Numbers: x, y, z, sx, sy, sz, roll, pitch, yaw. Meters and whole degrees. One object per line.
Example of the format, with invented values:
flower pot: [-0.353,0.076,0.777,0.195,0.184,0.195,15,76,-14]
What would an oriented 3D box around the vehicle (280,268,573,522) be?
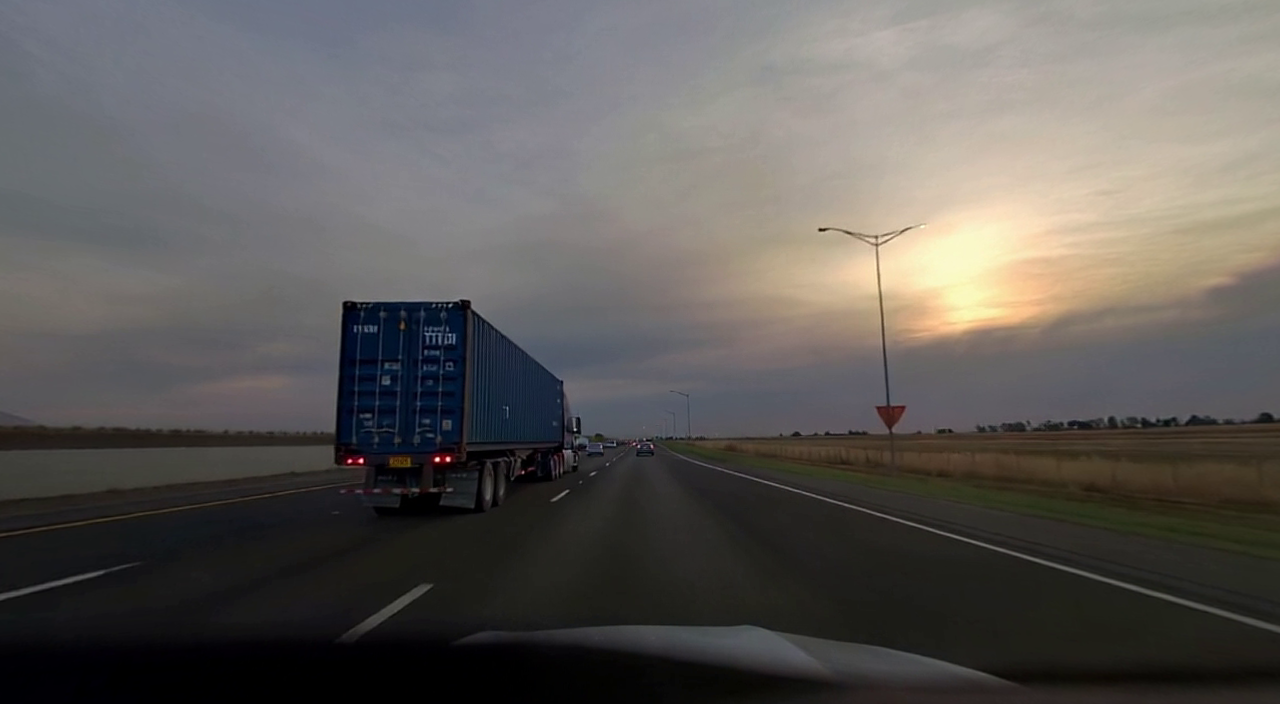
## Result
vehicle: [-4.052,1.596,16.677,2.840,4.032,13.388,0,-8,1]

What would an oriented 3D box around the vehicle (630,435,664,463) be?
vehicle: [0.442,6.342,41.483,2.136,1.718,4.157,0,-8,0]
